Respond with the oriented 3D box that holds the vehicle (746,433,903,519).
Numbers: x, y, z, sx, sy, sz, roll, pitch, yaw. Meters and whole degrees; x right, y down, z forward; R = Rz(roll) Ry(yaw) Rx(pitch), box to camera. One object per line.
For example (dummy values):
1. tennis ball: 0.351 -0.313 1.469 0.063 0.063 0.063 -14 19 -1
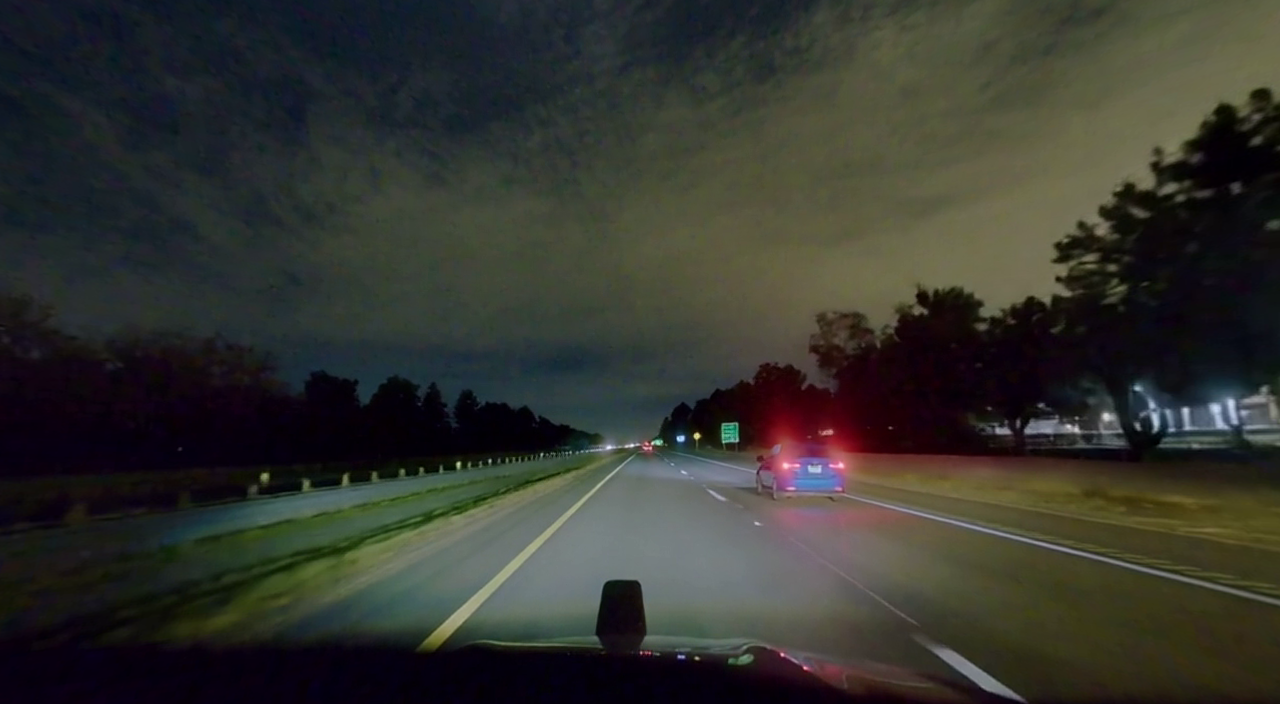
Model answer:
1. vehicle: 3.685 2.541 13.416 2.079 1.531 3.997 0 -8 0
